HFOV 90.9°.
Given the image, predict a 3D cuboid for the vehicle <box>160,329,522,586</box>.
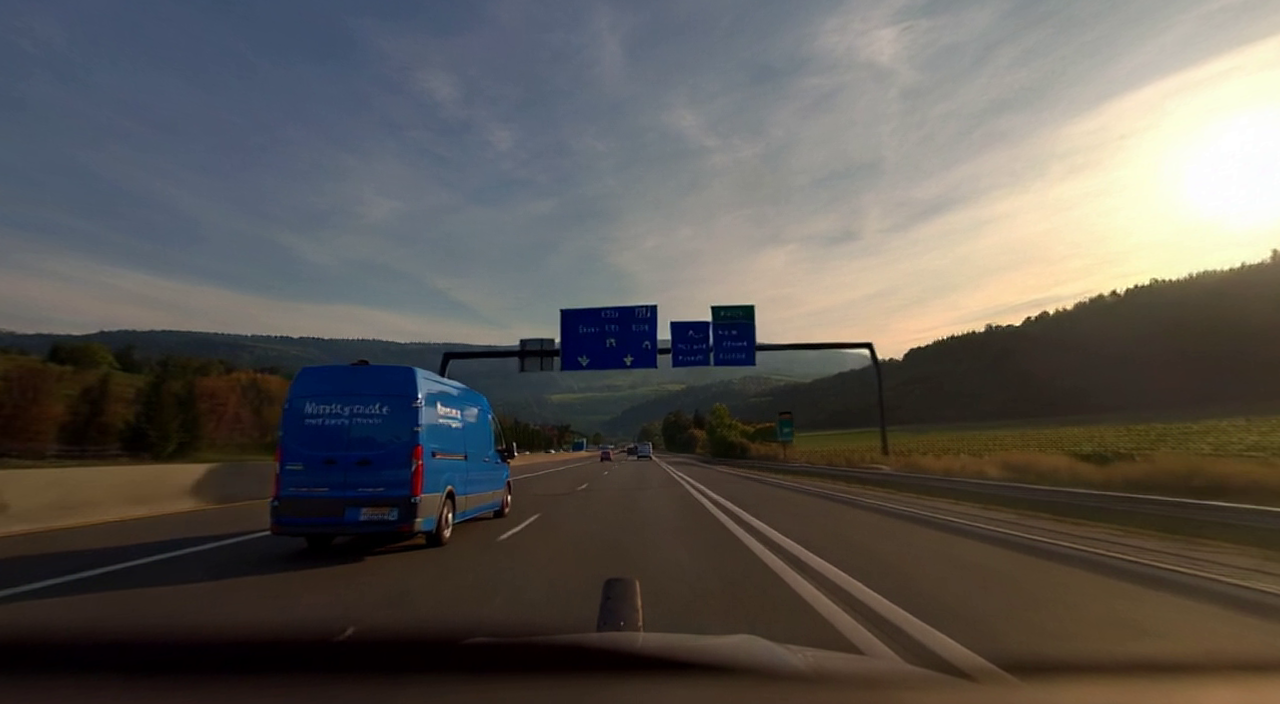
[{"bbox_3d":[-3.701,1.583,10.032,2.320,2.636,7.021,0,-9,0],"label":"vehicle"}]
